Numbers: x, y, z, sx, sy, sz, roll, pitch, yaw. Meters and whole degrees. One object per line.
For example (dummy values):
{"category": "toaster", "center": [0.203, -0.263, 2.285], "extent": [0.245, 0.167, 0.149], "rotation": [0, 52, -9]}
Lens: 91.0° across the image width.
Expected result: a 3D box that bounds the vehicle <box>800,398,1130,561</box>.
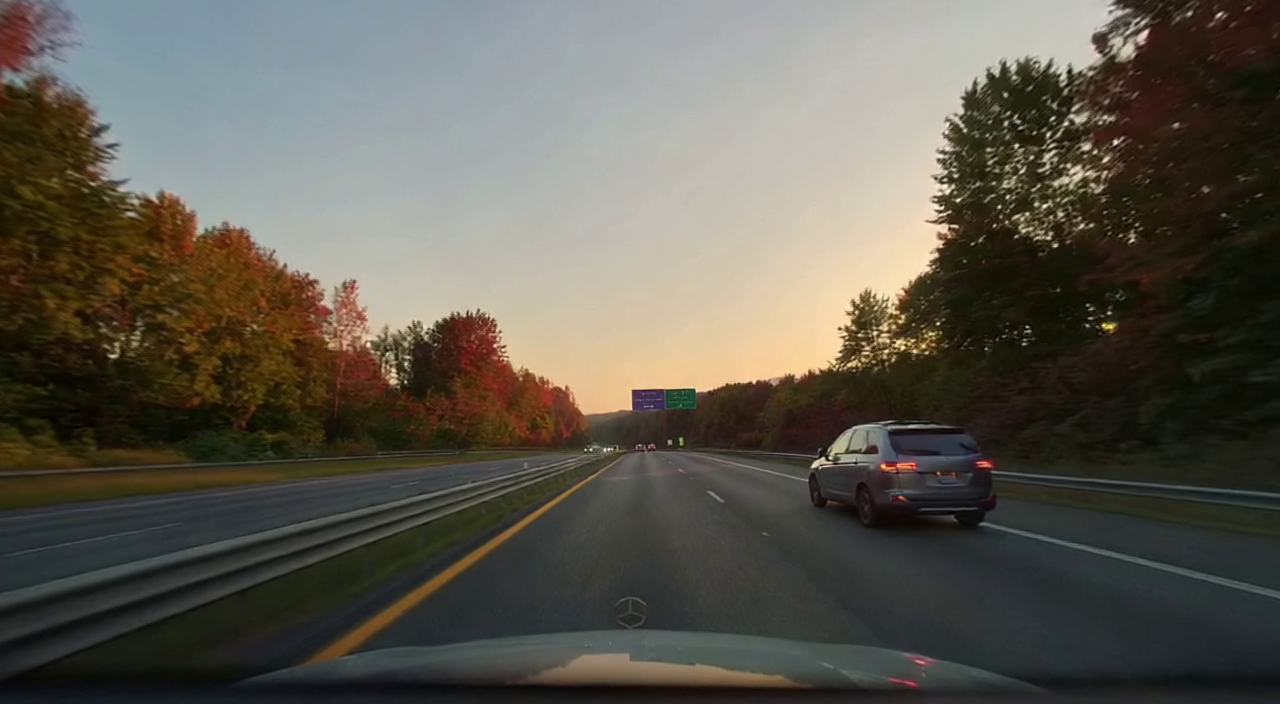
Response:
{"category": "vehicle", "center": [4.247, 1.767, 9.470], "extent": [2.360, 1.798, 4.781], "rotation": [1, -8, -1]}
